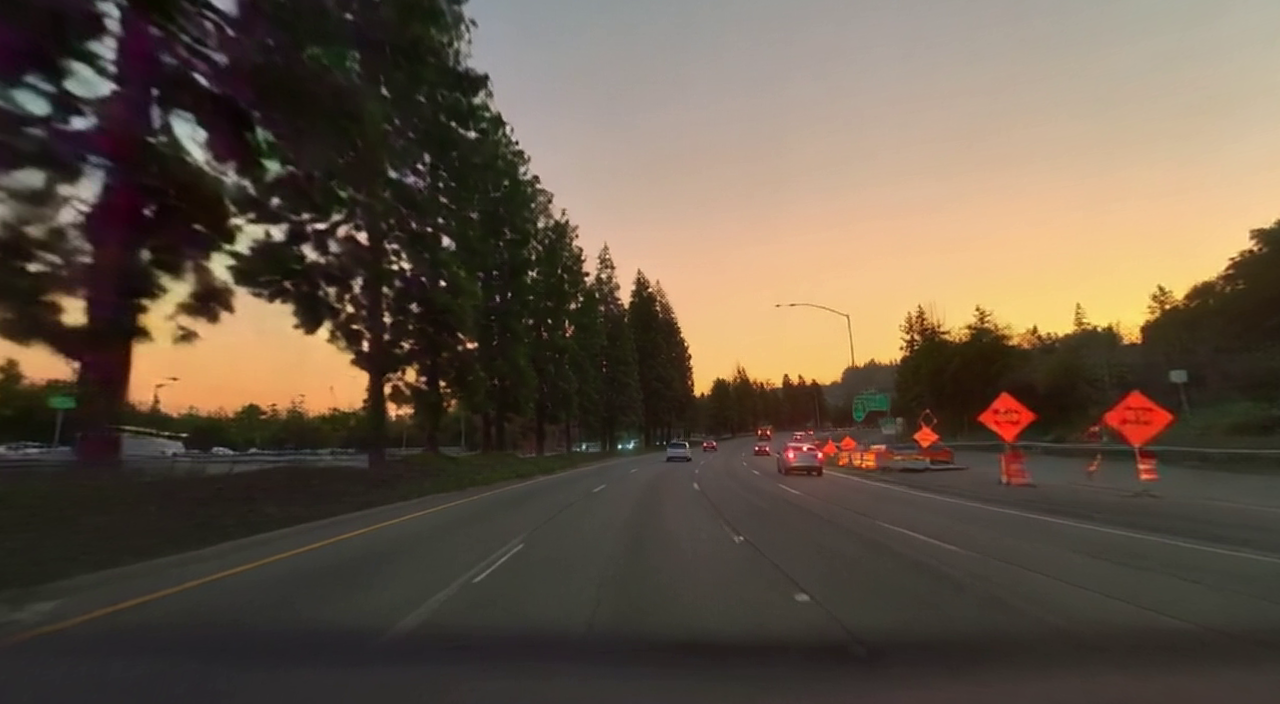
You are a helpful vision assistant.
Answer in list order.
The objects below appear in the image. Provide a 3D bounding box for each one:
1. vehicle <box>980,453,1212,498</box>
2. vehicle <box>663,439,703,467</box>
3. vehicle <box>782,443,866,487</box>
[{"bbox_3d":[12.186,3.326,17.472,3.503,1.020,4.269,-1,-9,7],"label":"vehicle"},{"bbox_3d":[2.796,6.430,40.430,2.201,1.676,4.541,-1,-9,8],"label":"vehicle"},{"bbox_3d":[6.706,4.147,23.467,2.044,1.474,4.083,-1,-8,3],"label":"vehicle"}]
